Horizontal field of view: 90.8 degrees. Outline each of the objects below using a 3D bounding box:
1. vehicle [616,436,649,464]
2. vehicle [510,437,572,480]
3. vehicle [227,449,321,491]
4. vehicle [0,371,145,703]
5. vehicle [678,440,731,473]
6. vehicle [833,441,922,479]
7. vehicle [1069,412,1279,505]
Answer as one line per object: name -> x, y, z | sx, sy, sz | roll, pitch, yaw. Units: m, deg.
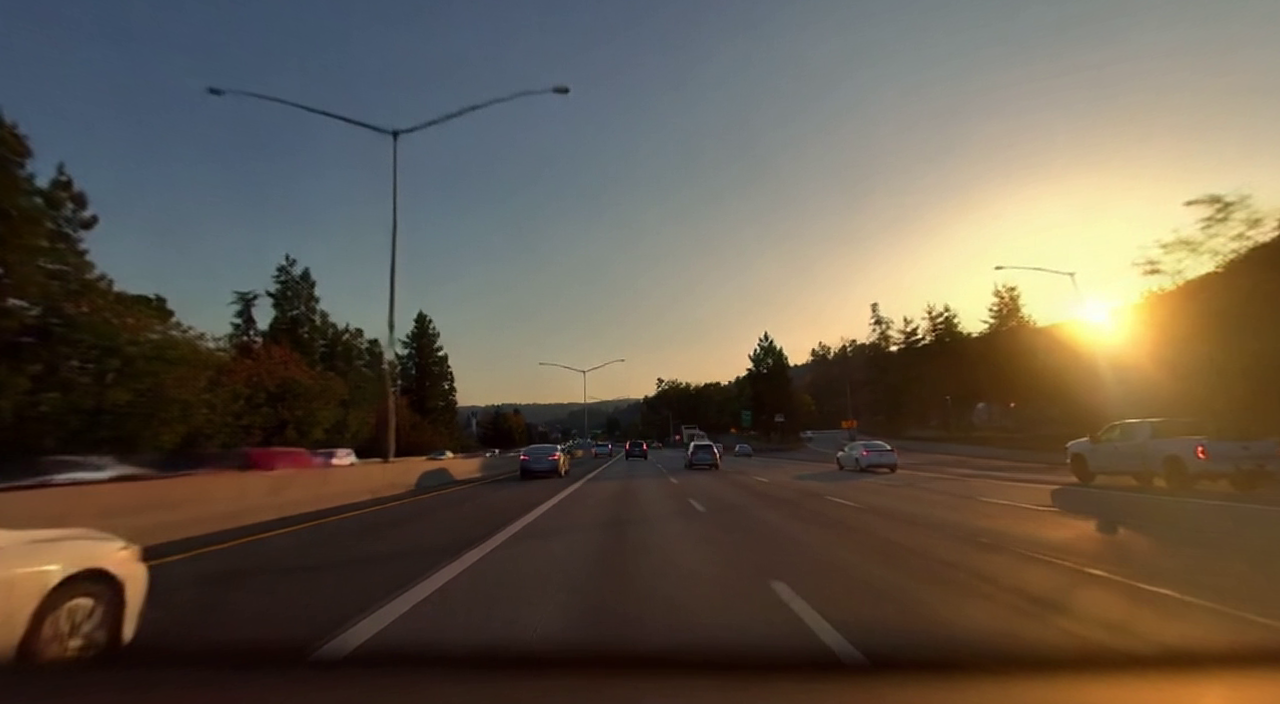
vehicle -> -0.502, 6.902, 44.423 | 2.192, 1.813, 4.864 | 0, -8, -1
vehicle -> -4.065, 4.459, 26.670 | 1.992, 1.651, 4.185 | 0, -8, 0
vehicle -> -13.148, 4.240, 22.918 | 1.455, 1.372, 3.287 | 0, -9, -1
vehicle -> -3.636, 0.691, 1.037 | 2.119, 1.654, 4.353 | 0, -9, -1
vehicle -> 3.051, 5.094, 30.945 | 2.007, 1.469, 4.337 | 0, -8, -2
vehicle -> 9.389, 4.285, 25.319 | 1.910, 1.384, 3.867 | 1, -8, -3
vehicle -> 12.903, 2.443, 14.871 | 2.076, 1.799, 4.871 | 0, -8, -1
